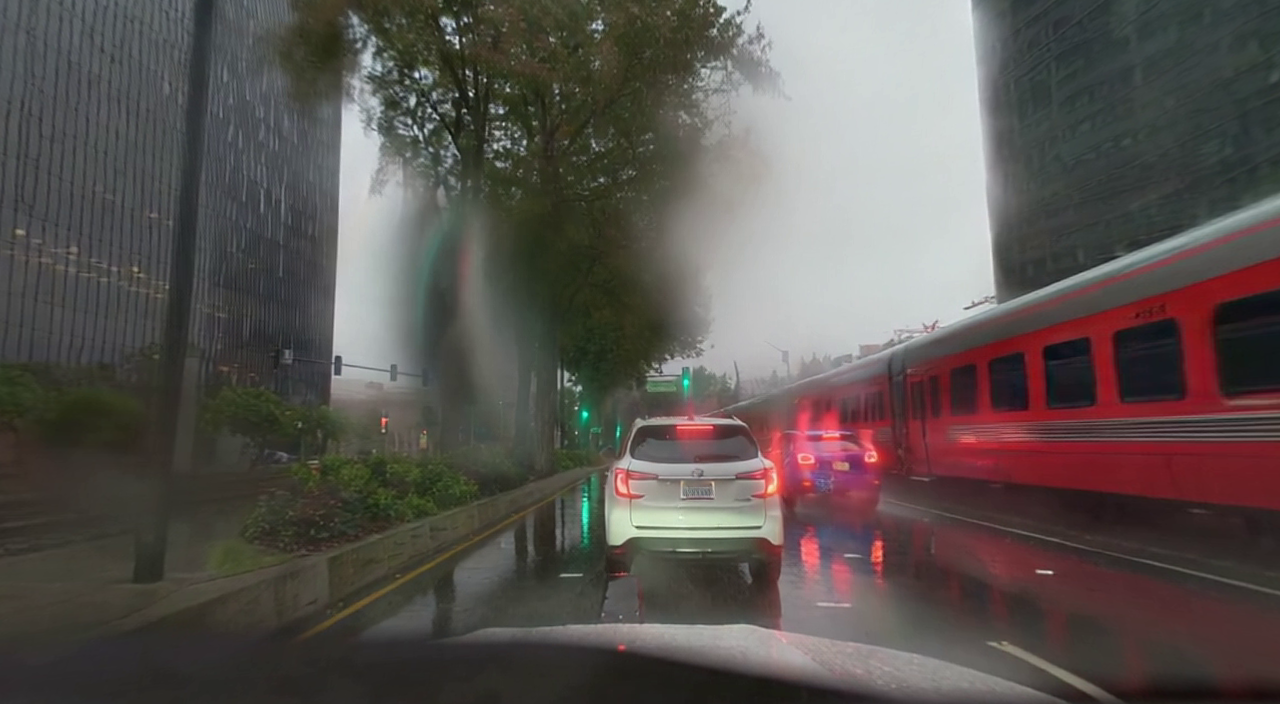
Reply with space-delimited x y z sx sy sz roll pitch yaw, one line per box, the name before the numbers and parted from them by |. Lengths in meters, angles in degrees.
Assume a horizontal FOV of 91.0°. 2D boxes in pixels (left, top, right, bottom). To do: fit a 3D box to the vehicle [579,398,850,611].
vehicle | 0.489 1.527 7.183 2.190 1.684 4.084 0 -9 -3
